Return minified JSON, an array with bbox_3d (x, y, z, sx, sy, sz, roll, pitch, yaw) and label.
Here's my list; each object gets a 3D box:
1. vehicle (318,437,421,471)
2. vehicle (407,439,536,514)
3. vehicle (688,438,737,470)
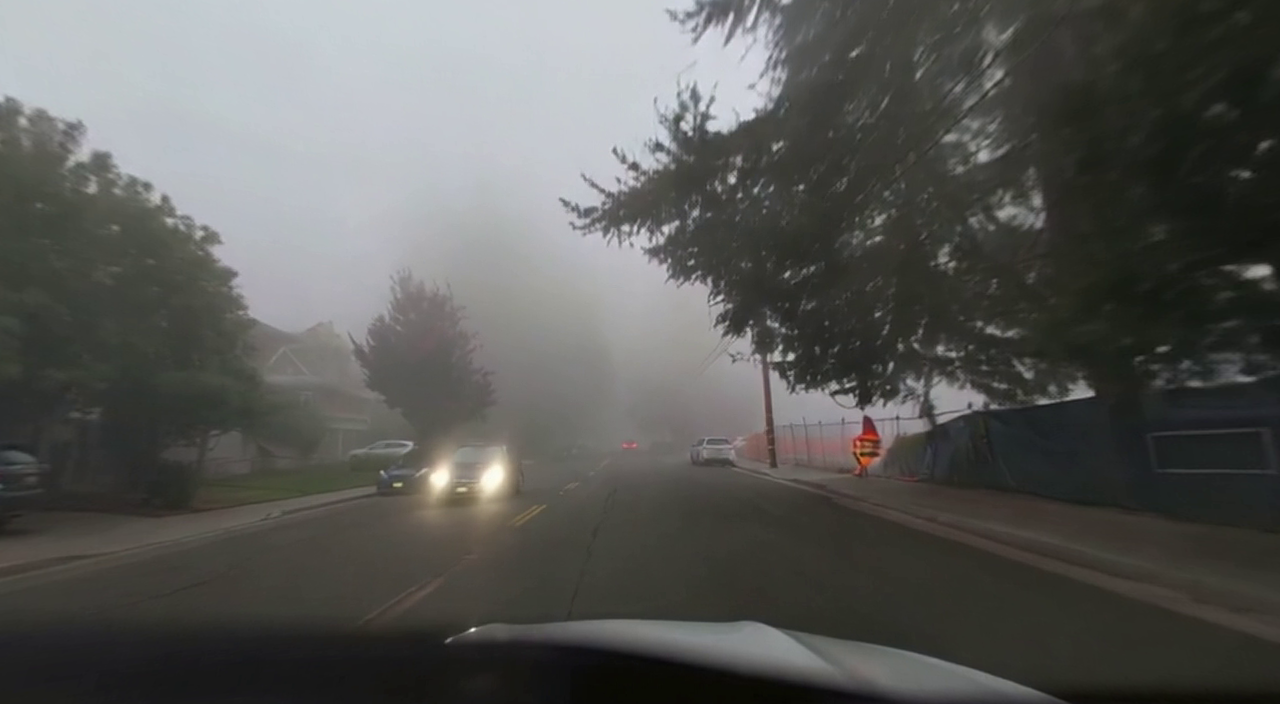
[{"bbox_3d":[-15.107,5.729,35.480,4.833,1.831,2.066,0,-9,0],"label":"vehicle"},{"bbox_3d":[-4.064,3.046,16.076,2.068,1.543,4.523,-2,-8,0],"label":"vehicle"},{"bbox_3d":[3.623,5.209,32.411,1.902,1.542,4.099,0,-8,-2],"label":"vehicle"}]
